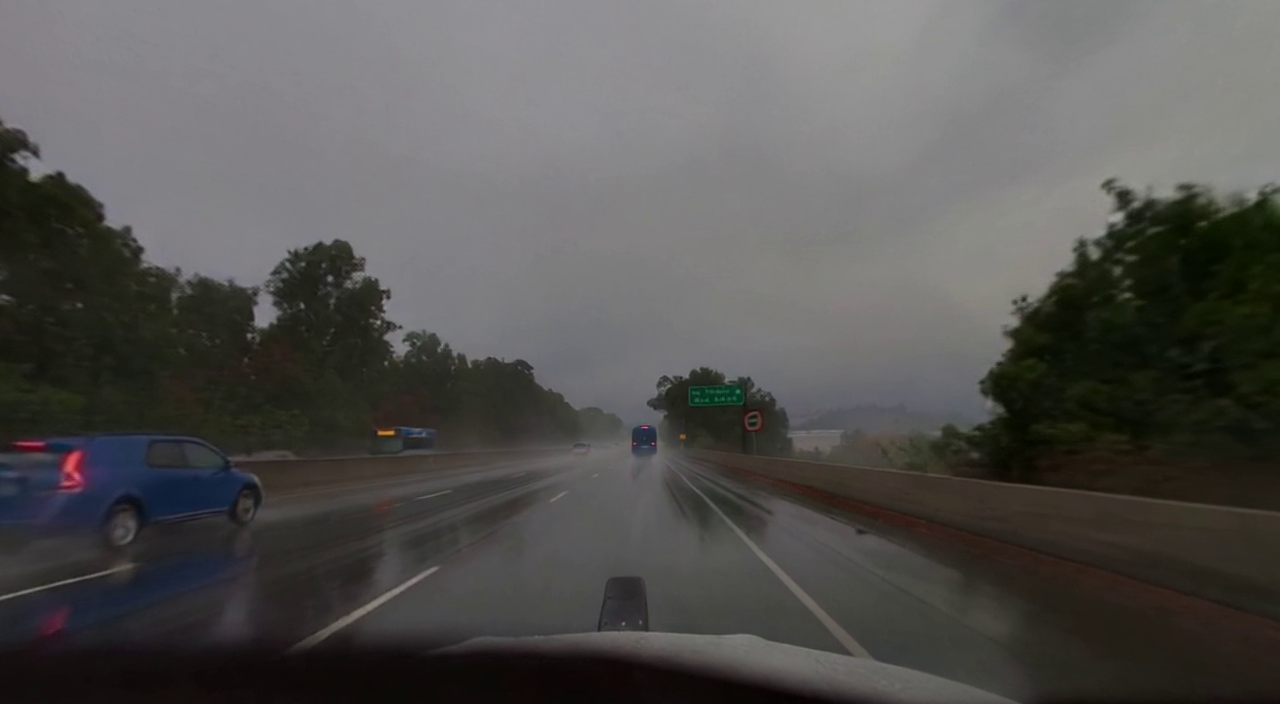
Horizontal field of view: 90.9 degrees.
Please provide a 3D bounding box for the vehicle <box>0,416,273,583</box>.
[{"bbox_3d":[-7.507,1.826,8.661,2.080,1.674,4.660,0,-8,1],"label":"vehicle"}]
